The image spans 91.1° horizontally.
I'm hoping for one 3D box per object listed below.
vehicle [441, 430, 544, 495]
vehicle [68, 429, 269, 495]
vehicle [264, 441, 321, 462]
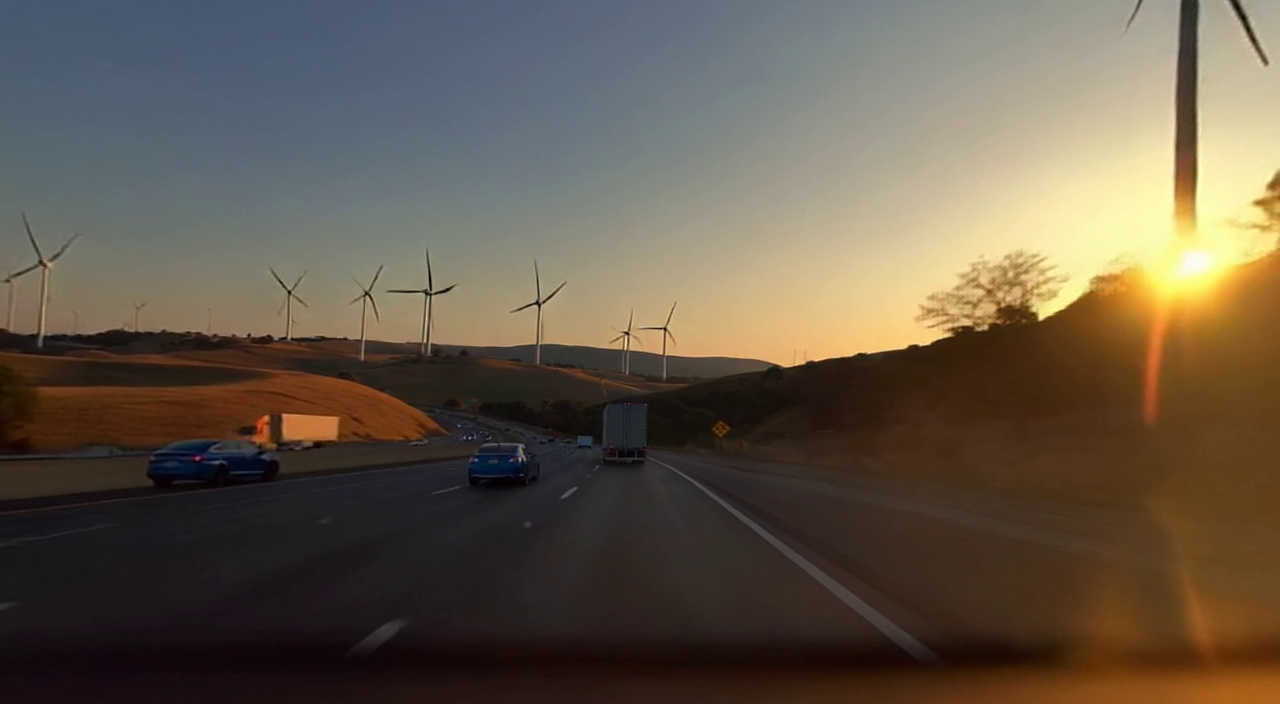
[{"bbox_3d":[-4.166,3.191,18.427,2.109,1.684,3.783,0,-8,-1],"label":"vehicle"},{"bbox_3d":[-15.013,3.515,20.607,2.285,1.835,5.672,0,-8,-1],"label":"vehicle"},{"bbox_3d":[-26.369,7.560,47.803,1.979,1.475,4.452,0,-8,-3],"label":"vehicle"}]
